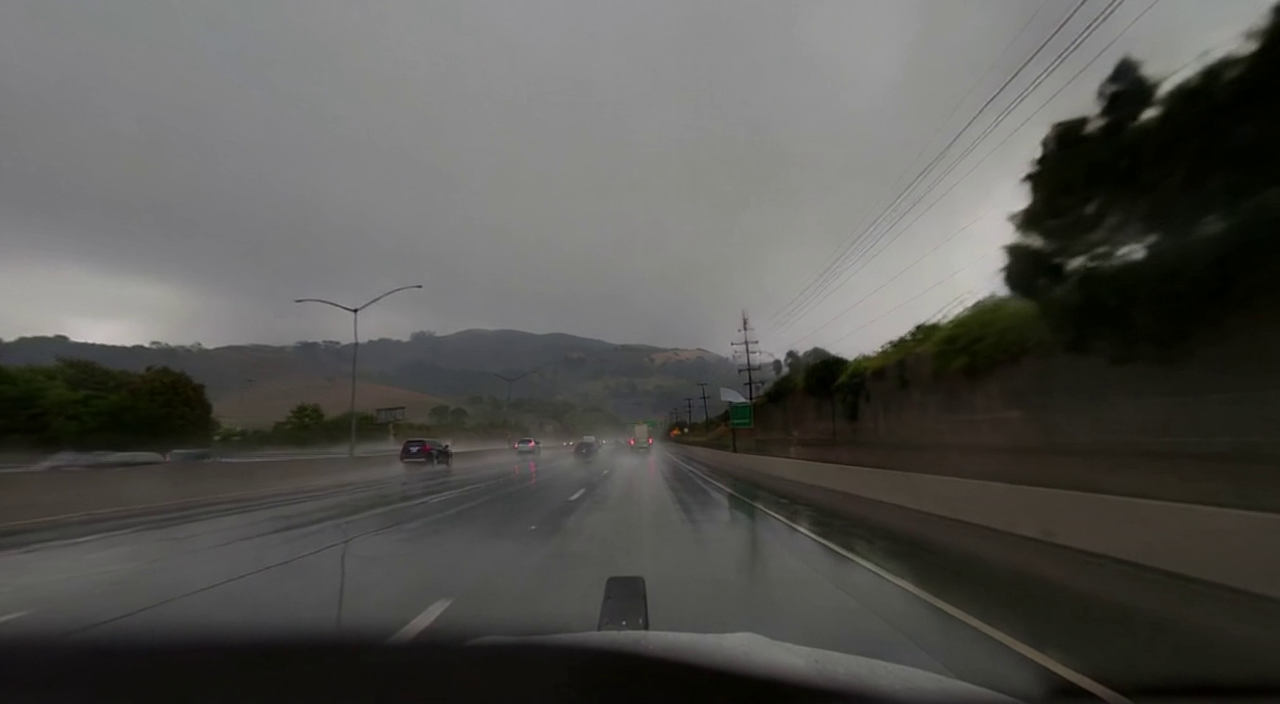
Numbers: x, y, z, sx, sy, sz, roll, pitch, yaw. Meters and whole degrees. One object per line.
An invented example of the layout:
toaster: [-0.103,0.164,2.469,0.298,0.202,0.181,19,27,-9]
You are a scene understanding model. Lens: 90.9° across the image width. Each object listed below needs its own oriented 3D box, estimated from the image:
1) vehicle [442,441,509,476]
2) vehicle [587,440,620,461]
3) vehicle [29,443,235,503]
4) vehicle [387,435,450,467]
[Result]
vehicle: [-7.464,4.863,29.004,1.899,1.472,4.202,0,-8,1]
vehicle: [-2.631,7.184,46.079,2.064,1.446,4.409,0,-9,1]
vehicle: [-14.368,3.414,18.332,1.885,1.474,4.849,0,-8,1]
vehicle: [-14.298,6.422,41.117,2.172,1.946,5.017,0,-9,1]
